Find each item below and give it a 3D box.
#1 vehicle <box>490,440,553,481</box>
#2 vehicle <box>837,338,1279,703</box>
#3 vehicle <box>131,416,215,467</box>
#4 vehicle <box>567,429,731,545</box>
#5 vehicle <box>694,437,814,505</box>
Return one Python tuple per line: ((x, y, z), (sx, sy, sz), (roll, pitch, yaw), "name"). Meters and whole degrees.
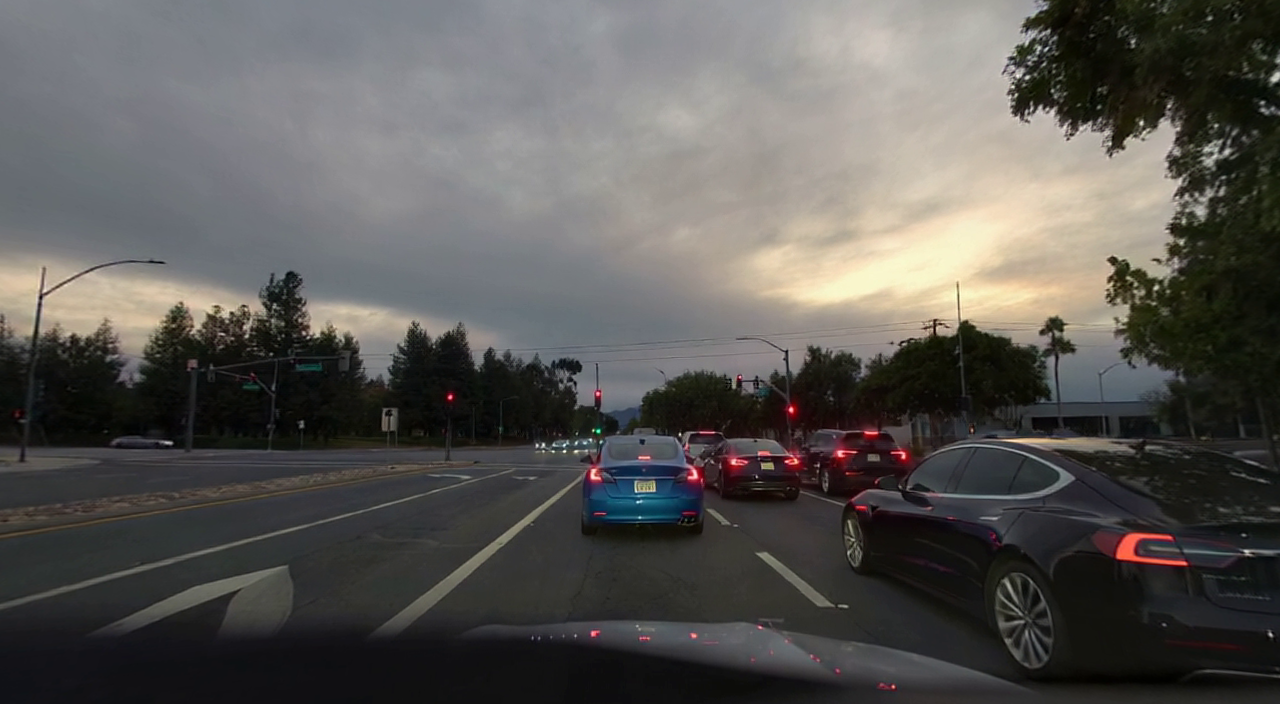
((-4.633, 4.290, 25.273), (1.972, 1.457, 4.171), (0, -8, -4), "vehicle")
((3.191, 1.106, 4.295), (2.167, 1.676, 4.443), (0, -8, -1), "vehicle")
((-29.260, 5.617, 39.706), (2.608, 2.990, 3.026), (2, -8, 3), "vehicle")
((0.029, 2.087, 10.481), (2.147, 1.499, 4.240), (0, -8, -2), "vehicle")
((2.698, 2.932, 16.037), (2.058, 1.466, 4.208), (0, -8, -3), "vehicle")
